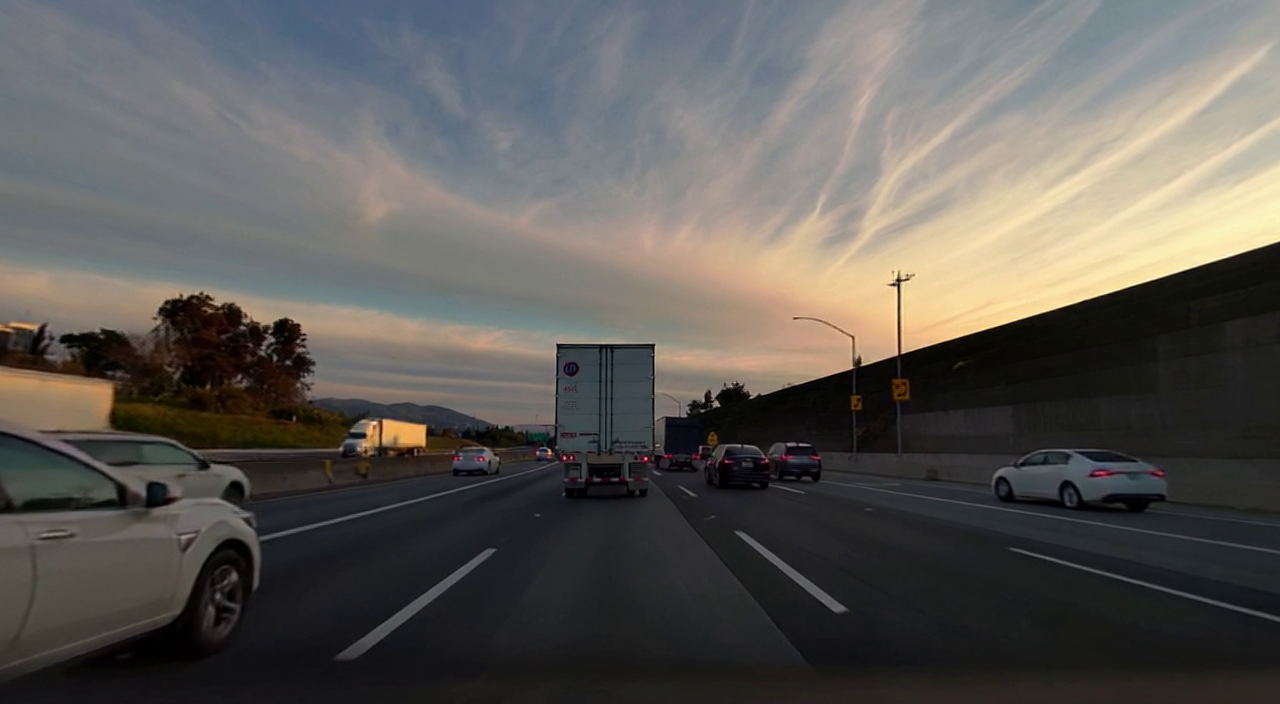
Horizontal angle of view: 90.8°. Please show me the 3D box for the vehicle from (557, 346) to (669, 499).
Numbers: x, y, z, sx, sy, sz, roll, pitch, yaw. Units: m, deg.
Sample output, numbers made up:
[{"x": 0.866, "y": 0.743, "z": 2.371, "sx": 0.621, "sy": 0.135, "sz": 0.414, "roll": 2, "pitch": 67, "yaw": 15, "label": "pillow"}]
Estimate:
[{"x": -0.760, "y": 2.639, "z": 22.036, "sx": 2.906, "sy": 4.040, "sz": 10.743, "roll": 0, "pitch": -9, "yaw": -1, "label": "vehicle"}]

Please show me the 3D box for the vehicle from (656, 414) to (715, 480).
[{"x": 2.533, "y": 5.729, "z": 38.023, "sx": 2.669, "sy": 3.491, "sz": 8.645, "roll": 0, "pitch": -9, "yaw": -1, "label": "vehicle"}]

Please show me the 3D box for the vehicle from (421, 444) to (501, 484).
[{"x": -7.288, "y": 4.581, "z": 26.216, "sx": 1.973, "sy": 1.471, "sz": 4.779, "roll": 0, "pitch": -9, "yaw": -1, "label": "vehicle"}]

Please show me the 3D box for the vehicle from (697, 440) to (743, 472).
[{"x": 5.543, "y": 7.285, "z": 44.493, "sx": 2.297, "sy": 2.116, "sz": 5.052, "roll": 0, "pitch": -9, "yaw": -3, "label": "vehicle"}]

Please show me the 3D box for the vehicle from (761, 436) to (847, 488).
[{"x": 6.469, "y": 4.387, "z": 25.552, "sx": 2.070, "sy": 1.888, "sz": 4.546, "roll": 0, "pitch": -9, "yaw": -2, "label": "vehicle"}]

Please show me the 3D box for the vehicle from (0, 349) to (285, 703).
[{"x": -3.325, "y": 0.789, "z": 2.081, "sx": 1.946, "sy": 1.641, "sz": 4.105, "roll": 0, "pitch": -9, "yaw": -1, "label": "vehicle"}]

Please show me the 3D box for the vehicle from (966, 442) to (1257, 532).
[{"x": 9.177, "y": 2.629, "z": 13.063, "sx": 2.002, "sy": 1.472, "sz": 4.950, "roll": 0, "pitch": -9, "yaw": -4, "label": "vehicle"}]
